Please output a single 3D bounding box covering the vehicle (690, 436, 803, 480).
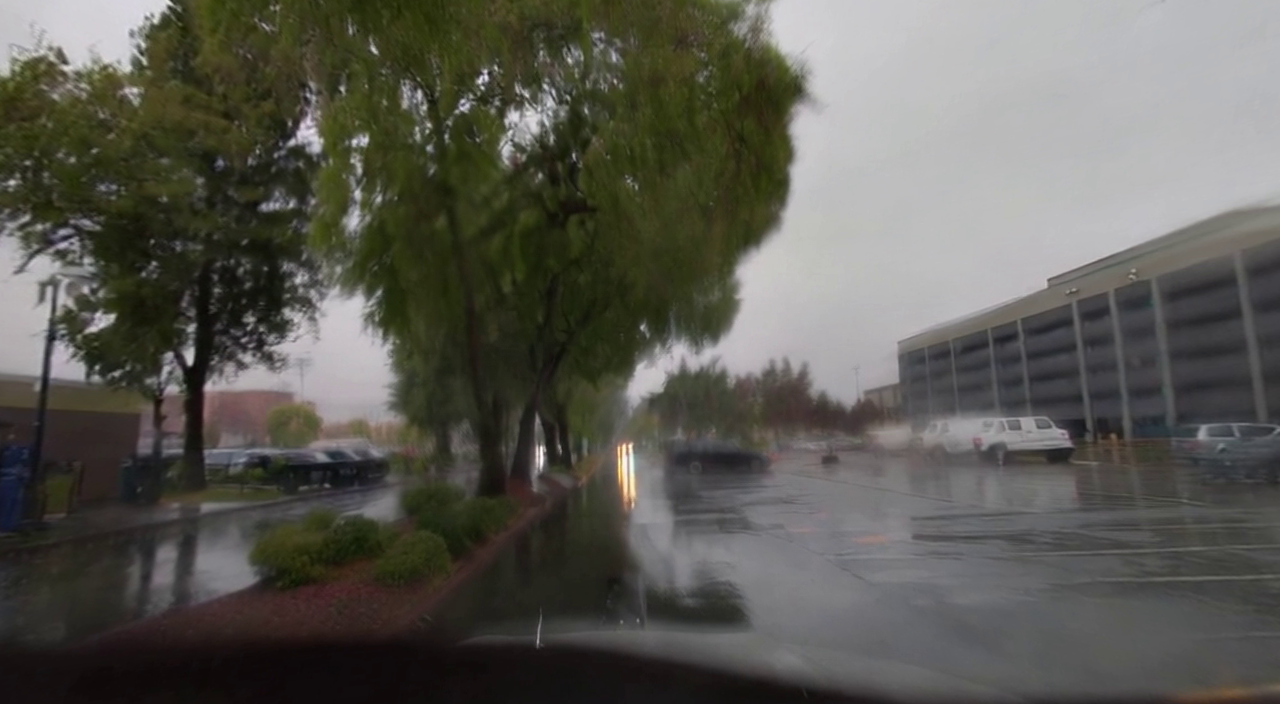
[{"bbox_3d":[4.546,4.459,26.885,4.626,1.723,1.939,5,-10,-33],"label":"vehicle"}]

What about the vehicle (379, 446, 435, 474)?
[{"bbox_3d":[-15.057,6.954,41.062,1.888,1.657,4.138,-1,-8,3],"label":"vehicle"}]

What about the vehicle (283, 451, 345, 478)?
[{"bbox_3d":[-20.903,7.211,40.662,1.880,1.617,3.870,0,-8,0],"label":"vehicle"}]

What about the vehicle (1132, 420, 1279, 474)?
[{"bbox_3d":[25.110,4.107,27.528,5.596,2.168,2.307,2,-7,-5],"label":"vehicle"}]

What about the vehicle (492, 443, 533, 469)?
[{"bbox_3d":[-8.584,7.025,42.886,1.993,1.640,4.457,0,-8,-2],"label":"vehicle"}]

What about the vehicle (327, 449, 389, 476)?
[{"bbox_3d":[-17.900,7.025,40.324,1.850,1.531,4.256,0,-8,2],"label":"vehicle"}]

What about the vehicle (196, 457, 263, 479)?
[{"bbox_3d":[-29.402,8.309,45.458,1.849,1.444,4.533,0,-9,-2],"label":"vehicle"}]

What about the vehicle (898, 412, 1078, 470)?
[{"bbox_3d":[13.194,3.407,24.210,5.540,2.045,2.259,0,-8,-3],"label":"vehicle"}]
